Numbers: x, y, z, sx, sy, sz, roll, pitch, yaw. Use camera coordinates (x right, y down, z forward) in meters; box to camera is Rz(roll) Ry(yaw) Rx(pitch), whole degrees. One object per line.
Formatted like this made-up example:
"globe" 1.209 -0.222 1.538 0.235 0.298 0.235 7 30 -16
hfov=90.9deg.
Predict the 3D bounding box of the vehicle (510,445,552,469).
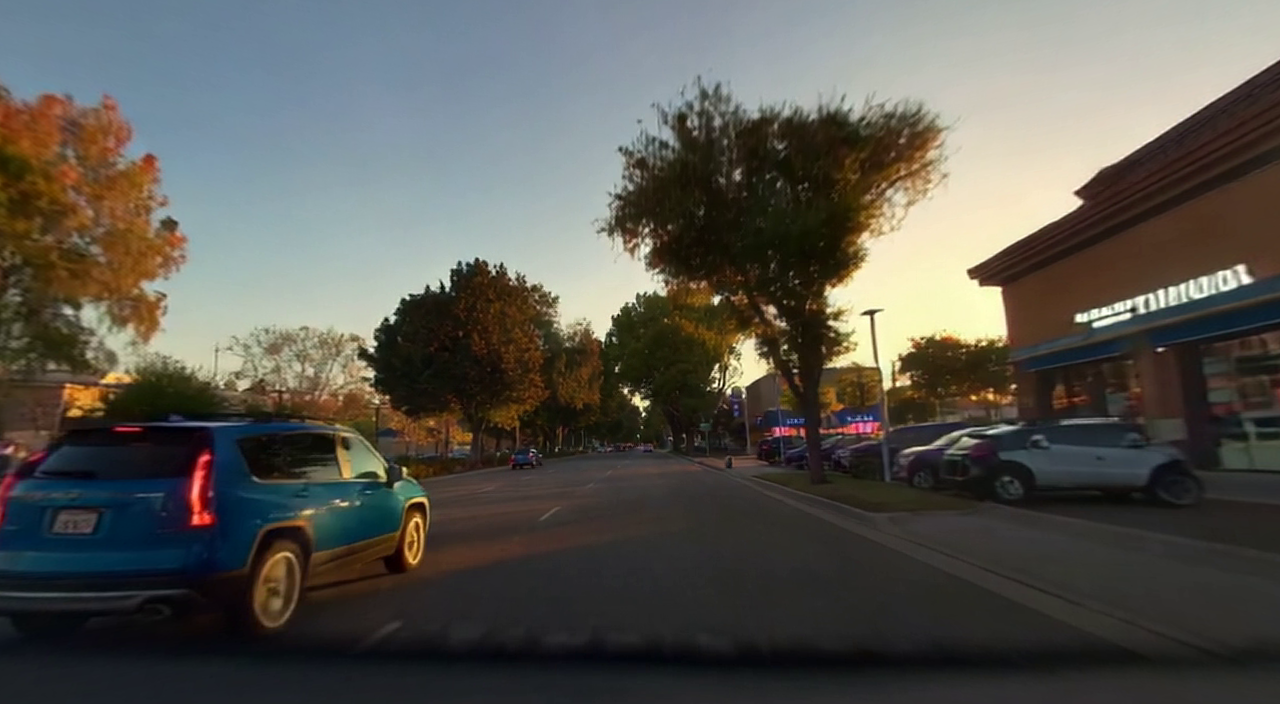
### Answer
"vehicle" -7.251 7.028 42.355 1.990 1.483 4.410 0 -8 0

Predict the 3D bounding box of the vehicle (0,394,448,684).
"vehicle" -3.484 1.373 5.747 2.127 1.654 4.121 0 -8 0

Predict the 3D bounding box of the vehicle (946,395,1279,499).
"vehicle" 9.169 1.886 12.584 4.978 1.874 2.079 0 -8 -1
